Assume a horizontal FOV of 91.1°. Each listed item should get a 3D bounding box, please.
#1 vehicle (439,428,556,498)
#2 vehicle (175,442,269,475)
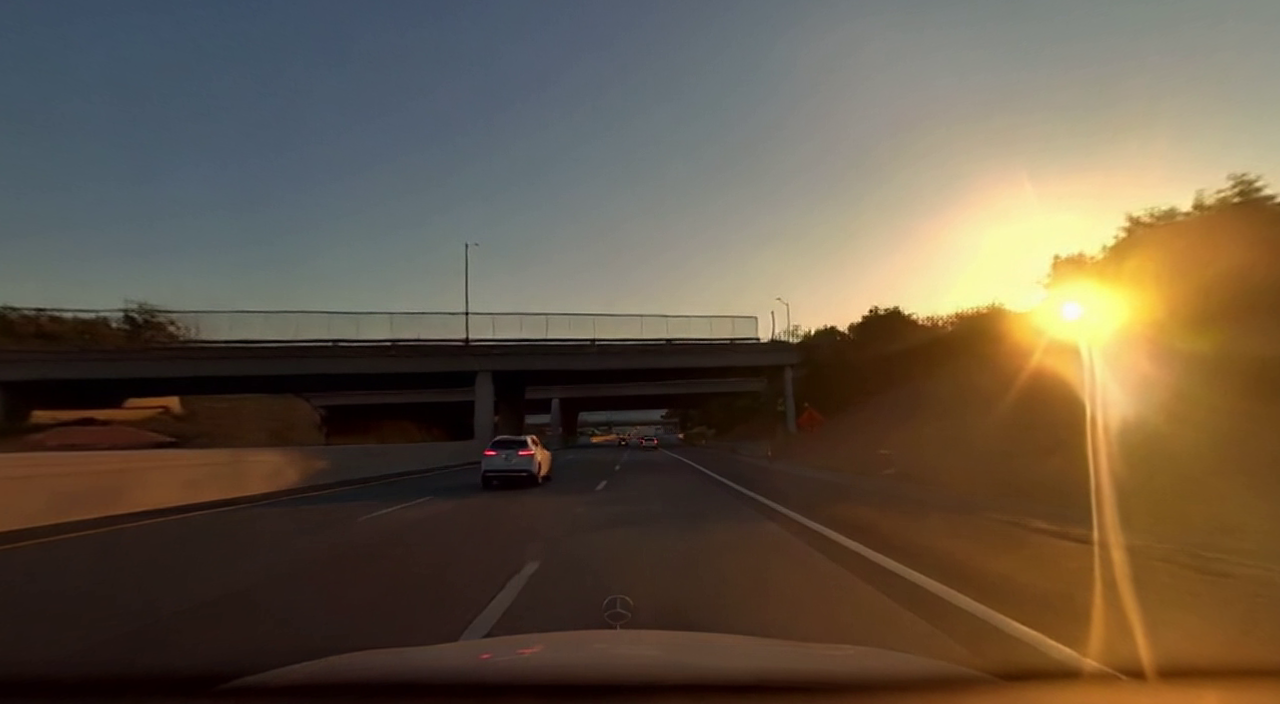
[{"bbox_3d":[-3.557,2.845,16.607,2.039,1.589,4.324,0,-8,0],"label":"vehicle"},{"bbox_3d":[-21.962,5.589,33.247,1.984,1.589,4.220,0,-8,1],"label":"vehicle"}]
